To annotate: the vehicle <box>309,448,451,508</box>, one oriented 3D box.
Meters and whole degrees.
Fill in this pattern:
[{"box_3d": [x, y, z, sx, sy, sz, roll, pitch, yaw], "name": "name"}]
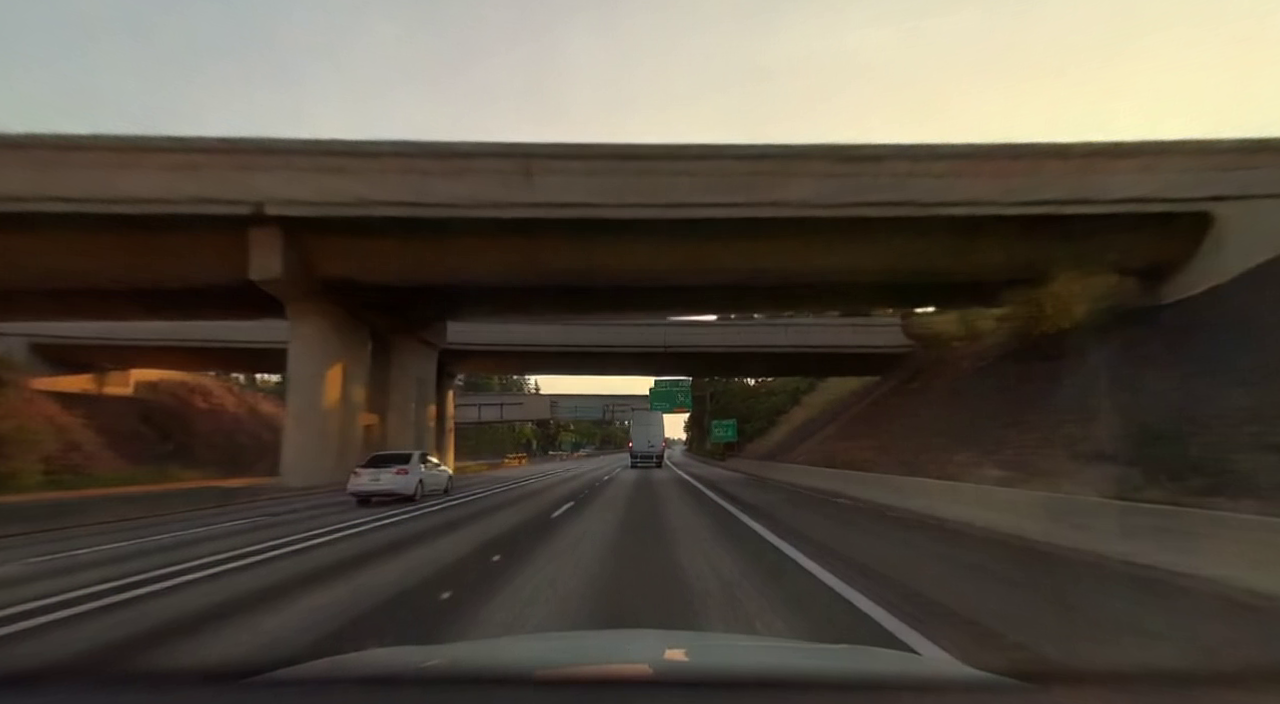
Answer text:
[{"box_3d": [-7.218, 3.520, 18.148, 1.953, 1.452, 4.711, 0, -9, 2], "name": "vehicle"}]
